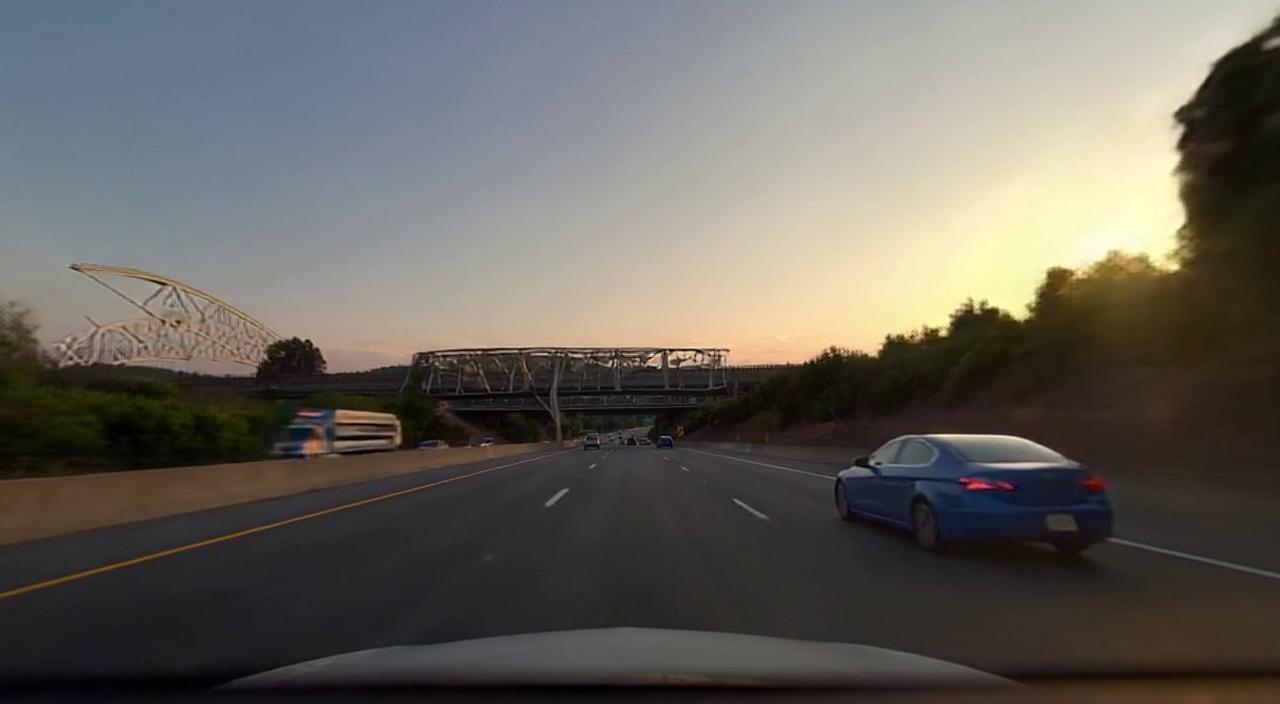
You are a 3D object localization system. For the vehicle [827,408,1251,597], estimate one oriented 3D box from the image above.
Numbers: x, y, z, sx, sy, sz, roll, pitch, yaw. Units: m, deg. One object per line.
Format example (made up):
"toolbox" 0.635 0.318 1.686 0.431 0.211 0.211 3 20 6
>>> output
"vehicle" 3.944 1.533 7.409 2.031 1.531 4.365 0 -8 -2

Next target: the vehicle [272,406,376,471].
"vehicle" -21.223 5.878 42.993 2.982 3.995 7.675 0 -8 1
